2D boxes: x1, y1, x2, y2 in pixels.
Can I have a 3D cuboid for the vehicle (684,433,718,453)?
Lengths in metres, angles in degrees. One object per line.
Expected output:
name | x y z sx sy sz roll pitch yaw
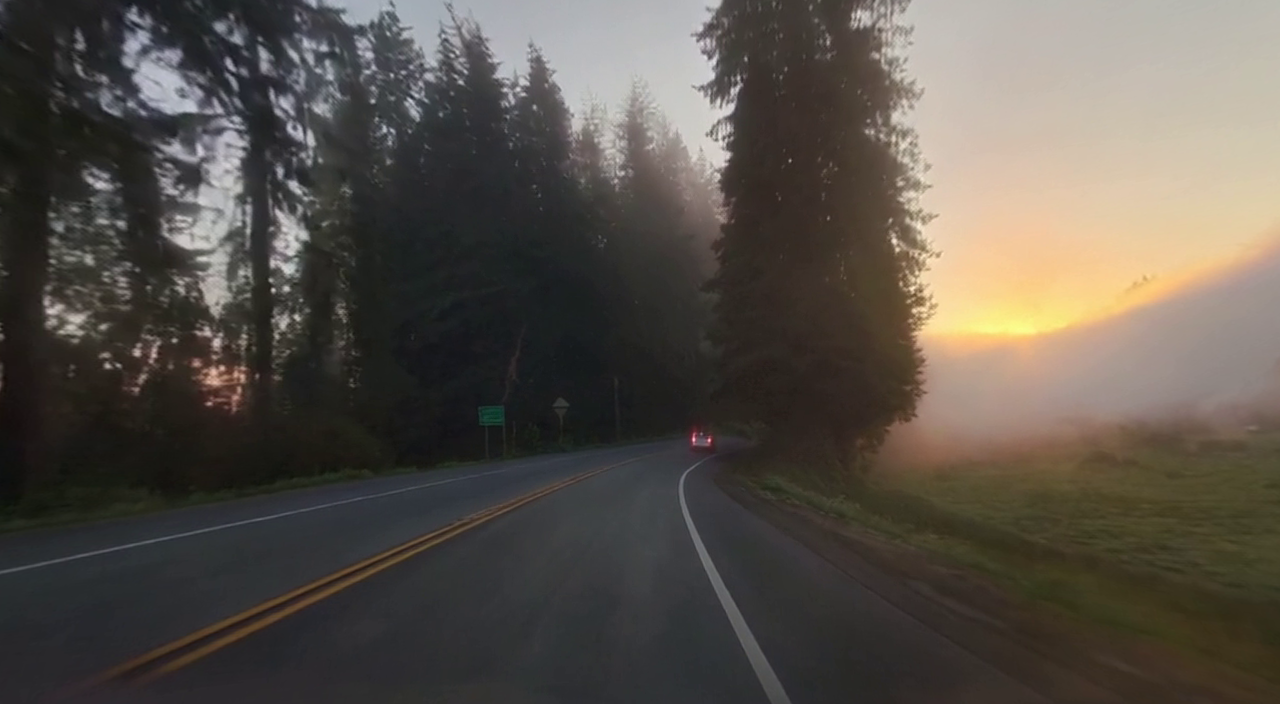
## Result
vehicle | 4.837 7.143 49.654 2.042 1.489 4.078 -2 -9 14
